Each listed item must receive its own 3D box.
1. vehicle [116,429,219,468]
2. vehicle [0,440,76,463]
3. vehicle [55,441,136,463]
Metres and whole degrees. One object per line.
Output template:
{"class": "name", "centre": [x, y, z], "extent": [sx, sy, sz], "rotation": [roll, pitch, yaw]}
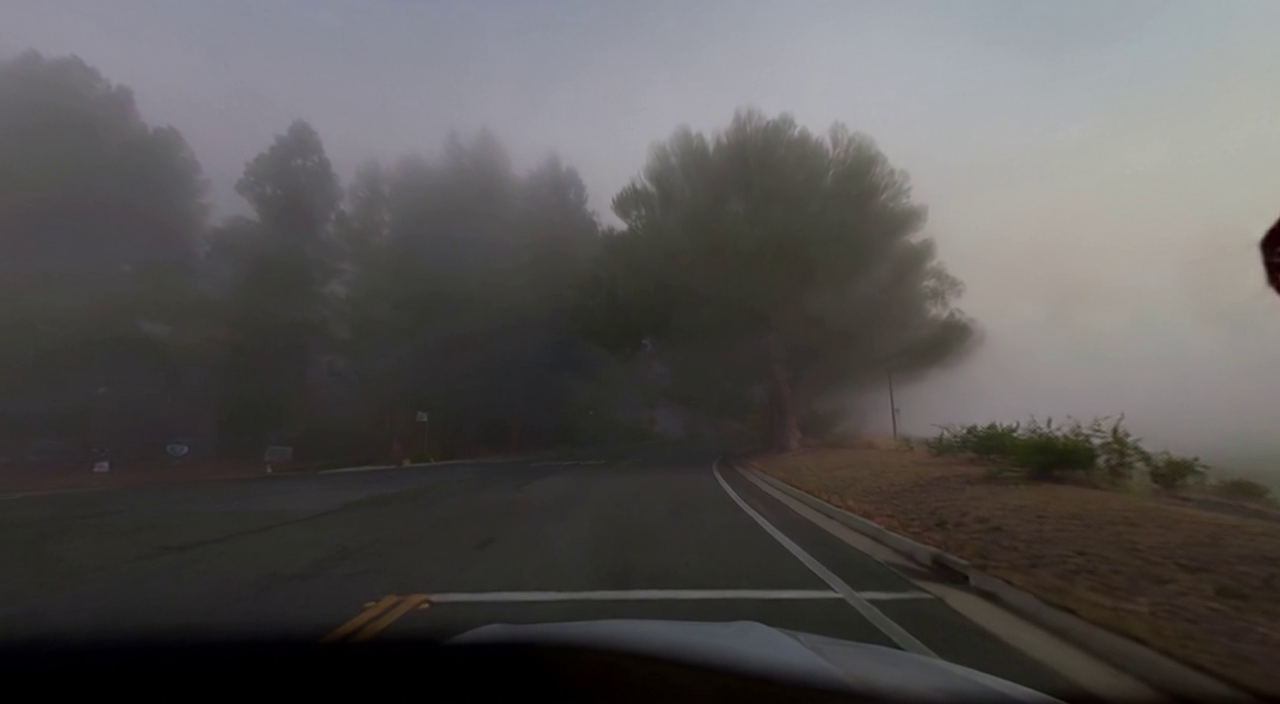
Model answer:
{"class": "vehicle", "centre": [-28.020, 5.698, 37.514], "extent": [4.733, 1.892, 1.939], "rotation": [-4, -4, 3]}
{"class": "vehicle", "centre": [-44.408, 7.283, 46.295], "extent": [4.229, 1.674, 1.996], "rotation": [-1, -8, 4]}
{"class": "vehicle", "centre": [-39.363, 7.219, 45.717], "extent": [4.258, 1.584, 1.843], "rotation": [-1, -8, 5]}
